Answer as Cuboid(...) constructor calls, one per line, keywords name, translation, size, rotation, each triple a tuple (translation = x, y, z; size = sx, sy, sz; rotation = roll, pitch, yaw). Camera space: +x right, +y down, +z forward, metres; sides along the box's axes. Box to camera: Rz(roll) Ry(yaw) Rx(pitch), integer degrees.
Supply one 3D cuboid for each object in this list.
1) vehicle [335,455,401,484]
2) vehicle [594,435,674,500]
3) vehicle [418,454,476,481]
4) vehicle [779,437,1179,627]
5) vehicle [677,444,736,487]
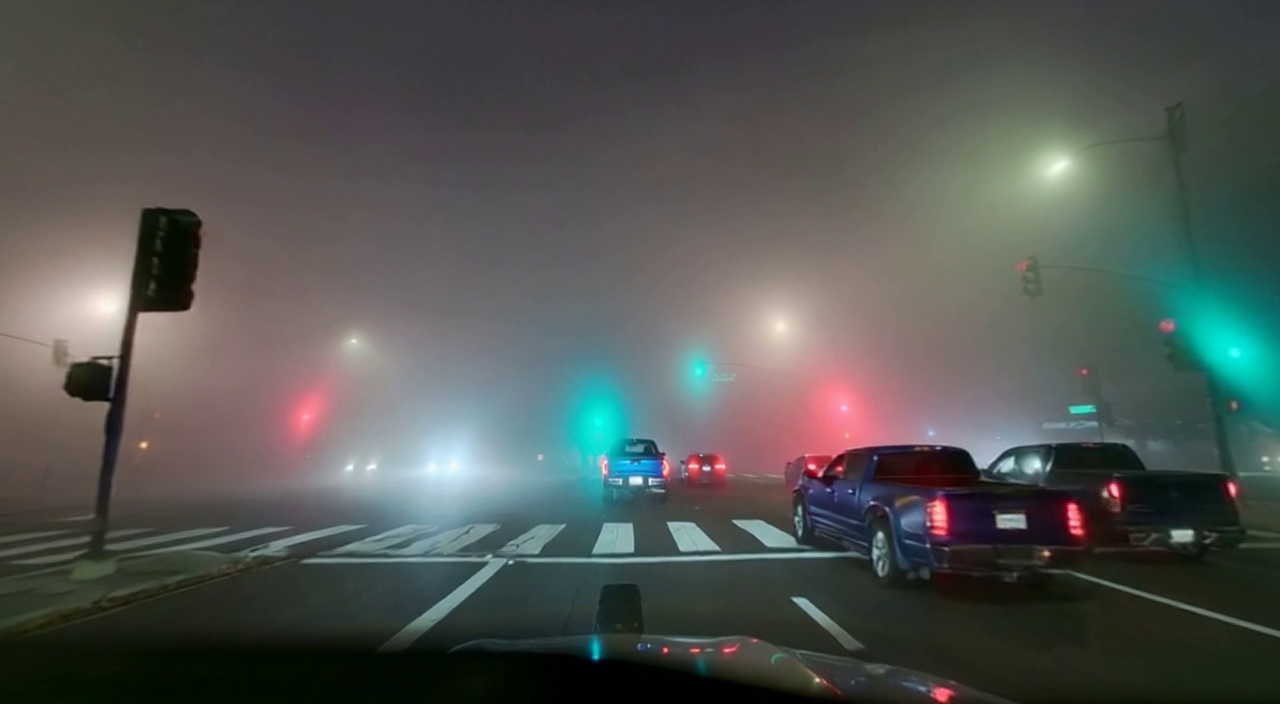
Cuboid(name="vehicle", translation=(-15.717, 6.789, 36.806), size=(1.915, 1.491, 4.347), rotation=(0, -8, 0))
Cuboid(name="vehicle", translation=(-0.213, 3.732, 20.825), size=(2.344, 1.883, 4.572), rotation=(0, -9, -1))
Cuboid(name="vehicle", translation=(-11.604, 6.931, 38.319), size=(1.989, 1.459, 4.667), rotation=(0, -8, 0))
Cuboid(name="vehicle", translation=(3.165, 1.744, 7.217), size=(2.057, 1.463, 4.365), rotation=(0, -8, -1))
Cuboid(name="vehicle", translation=(2.897, 5.049, 28.464), size=(2.013, 1.742, 4.424), rotation=(0, -9, -2))
